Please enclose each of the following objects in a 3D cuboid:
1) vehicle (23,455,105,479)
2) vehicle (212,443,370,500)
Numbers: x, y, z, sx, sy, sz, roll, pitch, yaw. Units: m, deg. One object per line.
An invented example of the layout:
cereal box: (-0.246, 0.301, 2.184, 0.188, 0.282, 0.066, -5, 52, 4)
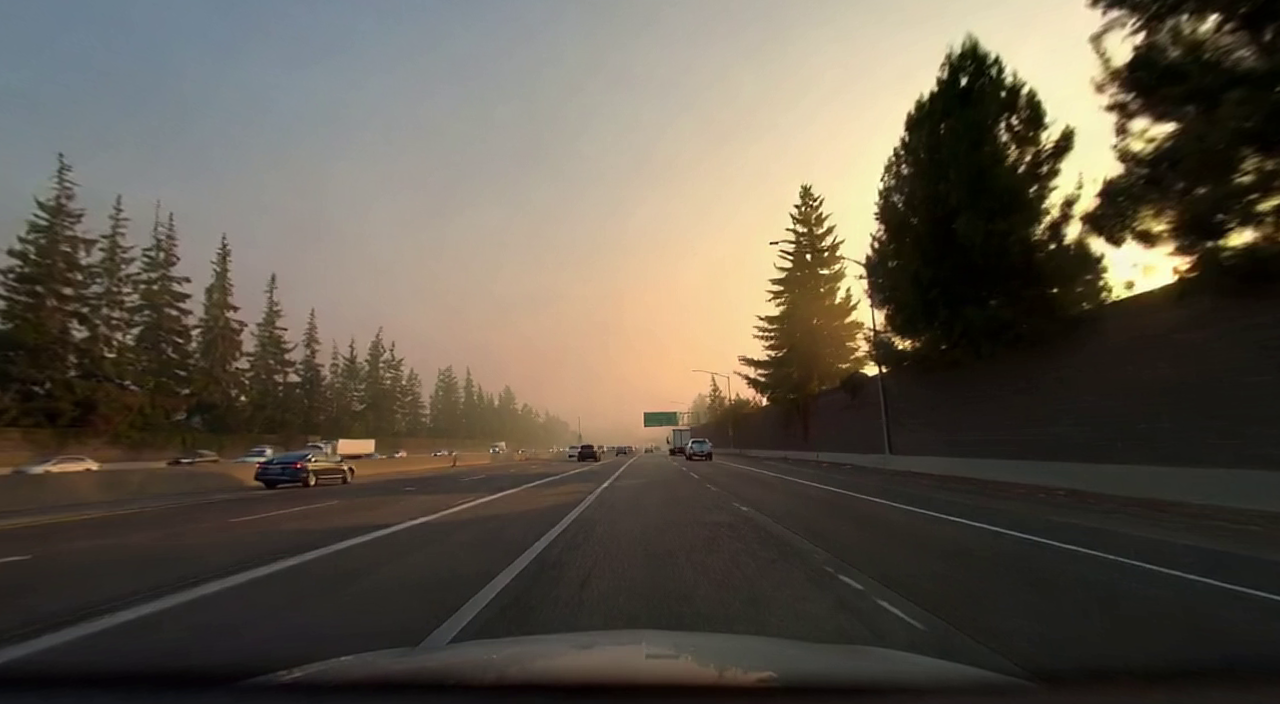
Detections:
vehicle: (-40.336, 8.043, 44.268, 1.707, 1.471, 4.165, 0, -8, 2)
vehicle: (-10.014, 3.427, 18.610, 1.899, 1.465, 4.589, 0, -8, 2)
